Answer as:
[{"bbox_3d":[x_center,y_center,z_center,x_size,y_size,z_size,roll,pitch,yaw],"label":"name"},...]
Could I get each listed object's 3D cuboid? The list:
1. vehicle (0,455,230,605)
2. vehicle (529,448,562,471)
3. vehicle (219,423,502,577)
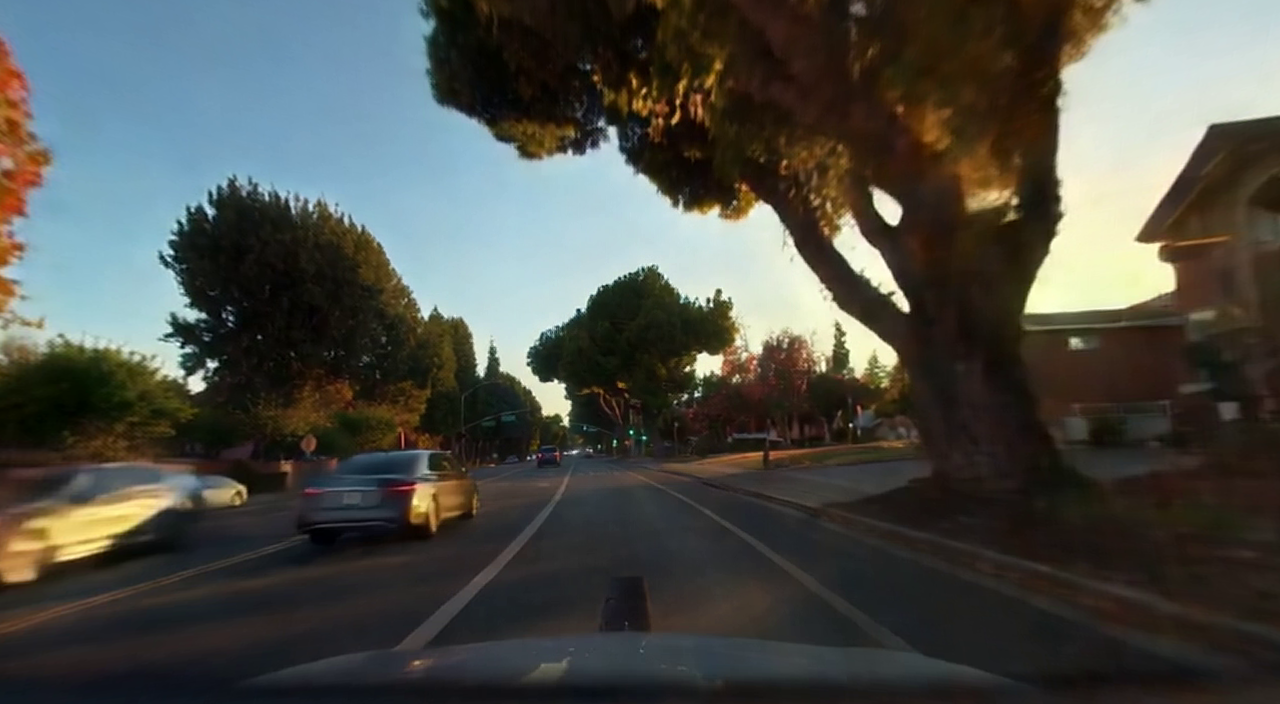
[{"bbox_3d":[-7.679,2.122,8.127,1.915,1.486,4.349,0,-8,-2],"label":"vehicle"},{"bbox_3d":[-6.883,7.885,46.355,2.060,1.530,4.121,1,-8,-4],"label":"vehicle"},{"bbox_3d":[-3.652,2.010,9.482,2.084,1.701,4.734,0,-8,0],"label":"vehicle"}]
